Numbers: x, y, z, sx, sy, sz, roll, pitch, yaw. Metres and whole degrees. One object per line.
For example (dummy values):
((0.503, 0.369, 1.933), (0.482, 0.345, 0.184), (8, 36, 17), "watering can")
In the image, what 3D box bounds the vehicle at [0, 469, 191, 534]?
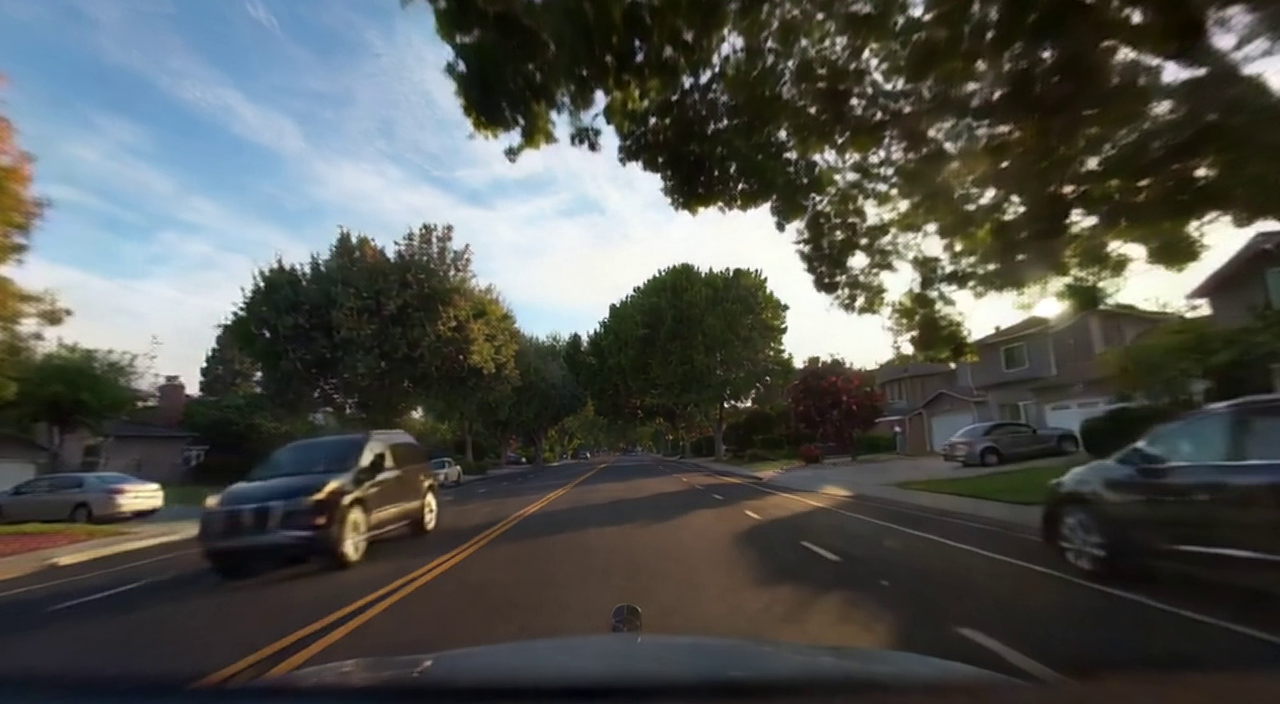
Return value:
((-15.090, 3.993, 17.089), (4.353, 1.467, 1.931), (-1, -8, -3), "vehicle")

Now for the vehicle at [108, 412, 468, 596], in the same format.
((-4.271, 1.925, 9.039), (2.151, 1.830, 5.172), (0, -9, 0), "vehicle")

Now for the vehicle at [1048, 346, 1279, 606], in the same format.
((6.129, 0.962, 4.871), (2.205, 2.020, 5.634), (0, -9, 1), "vehicle")
